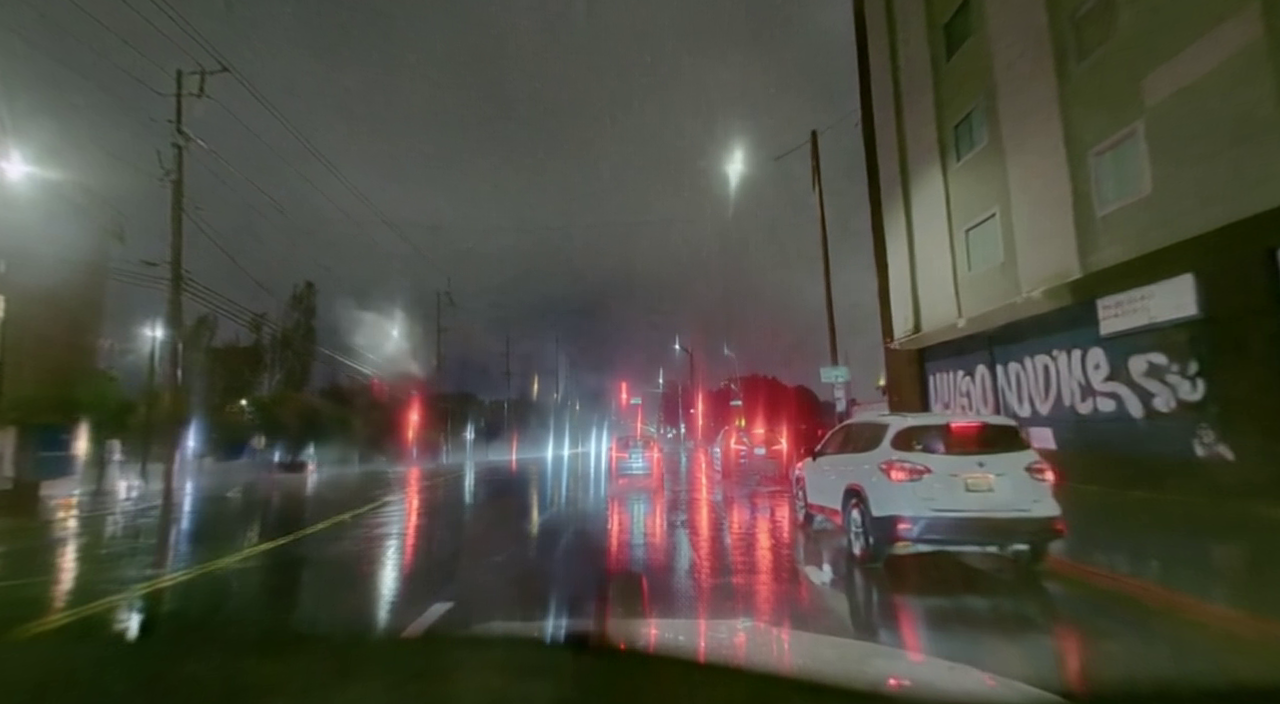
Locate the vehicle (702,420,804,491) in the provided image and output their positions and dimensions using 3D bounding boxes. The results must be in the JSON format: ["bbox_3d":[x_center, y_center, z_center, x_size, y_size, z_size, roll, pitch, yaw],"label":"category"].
[{"bbox_3d":[3.144,3.000,18.471,2.060,1.783,4.579,0,-8,-1],"label":"vehicle"}]

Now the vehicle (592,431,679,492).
[{"bbox_3d":[-0.085,3.066,17.937,2.153,1.505,4.452,0,-8,1],"label":"vehicle"}]

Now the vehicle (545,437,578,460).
[{"bbox_3d":[-6.124,7.564,49.414,2.059,1.699,4.252,0,-8,1],"label":"vehicle"}]

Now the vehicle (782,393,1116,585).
[{"bbox_3d":[3.287,1.558,7.925,1.938,1.714,4.402,0,-8,0],"label":"vehicle"}]
